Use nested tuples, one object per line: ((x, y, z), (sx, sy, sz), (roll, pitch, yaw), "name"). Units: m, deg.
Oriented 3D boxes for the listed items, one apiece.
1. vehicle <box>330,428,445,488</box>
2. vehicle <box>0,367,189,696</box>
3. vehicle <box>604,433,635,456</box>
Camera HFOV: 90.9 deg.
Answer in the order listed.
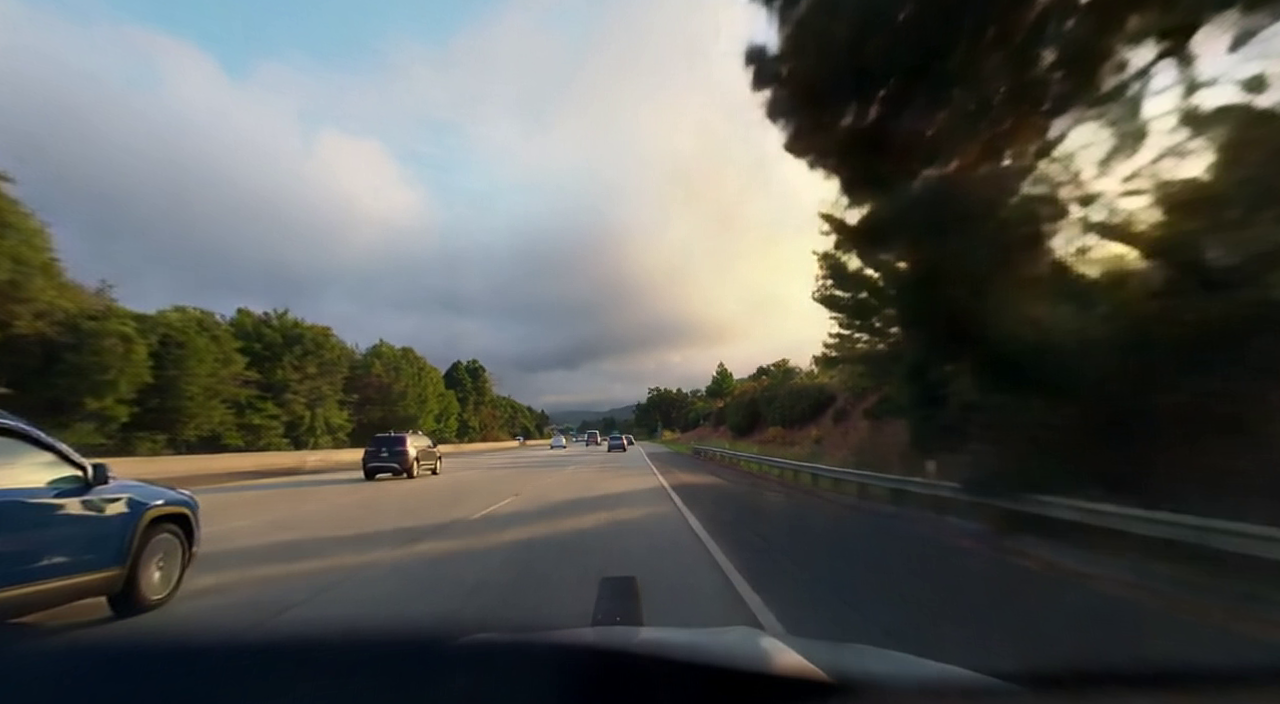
((-8.064, 3.390, 20.626), (1.964, 1.745, 4.338), (0, -8, 0), "vehicle")
((-4.446, 0.834, 2.391), (2.069, 1.748, 4.652), (0, -8, -1), "vehicle")
((-1.515, 6.955, 47.478), (2.178, 1.658, 3.916), (0, -8, -1), "vehicle")
